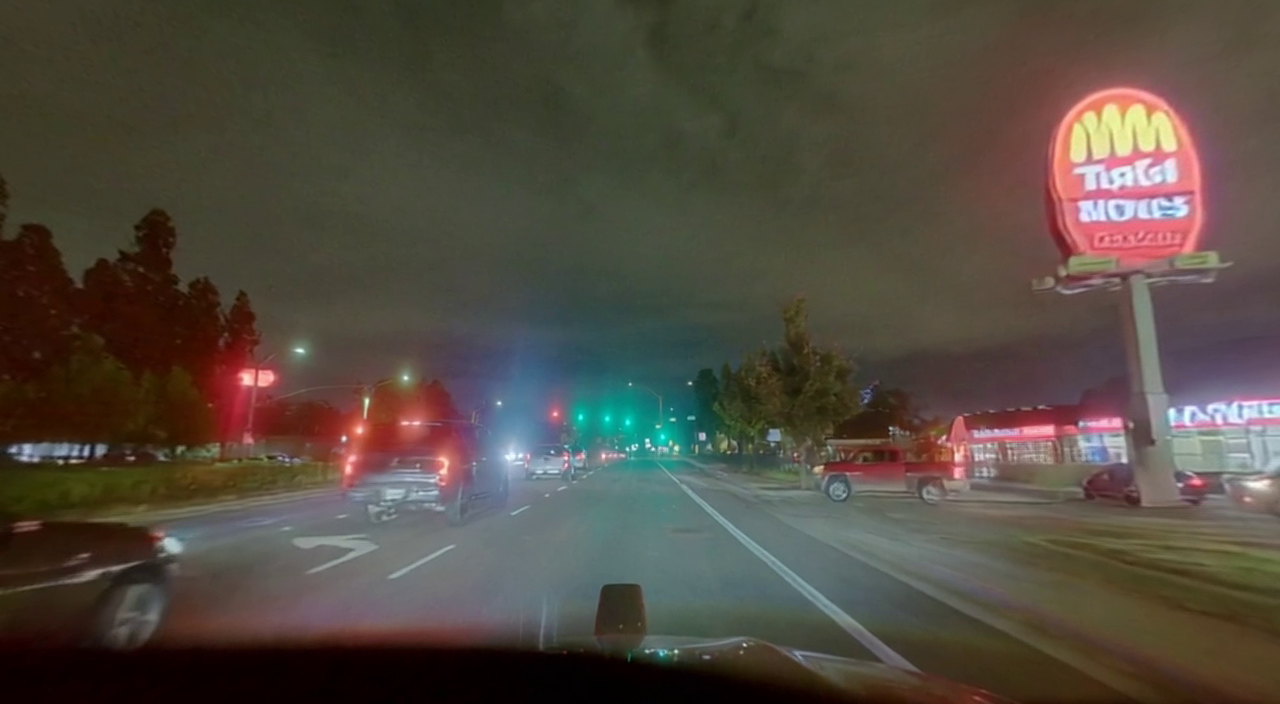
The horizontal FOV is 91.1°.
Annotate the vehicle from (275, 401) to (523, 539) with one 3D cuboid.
[{"bbox_3d":[-4.340,2.293,12.937,2.664,2.122,6.124,0,-8,0],"label":"vehicle"}]

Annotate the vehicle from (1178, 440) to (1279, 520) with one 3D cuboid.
[{"bbox_3d":[16.940,3.266,15.554,5.120,1.817,2.154,3,-8,4],"label":"vehicle"}]

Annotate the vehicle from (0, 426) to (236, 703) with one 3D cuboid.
[{"bbox_3d":[-4.188,1.025,2.641,2.113,1.446,4.309,0,-8,0],"label":"vehicle"}]

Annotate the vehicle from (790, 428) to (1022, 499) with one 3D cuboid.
[{"bbox_3d":[6.429,2.812,15.755,4.813,1.622,2.110,-1,-11,4],"label":"vehicle"}]

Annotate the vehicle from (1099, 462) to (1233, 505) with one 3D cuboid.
[{"bbox_3d":[20.309,5.070,24.473,1.646,1.418,3.910,1,-8,-3],"label":"vehicle"}]

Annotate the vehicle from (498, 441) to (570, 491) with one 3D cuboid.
[{"bbox_3d":[-4.291,4.669,26.127,2.129,1.855,4.414,0,-8,1],"label":"vehicle"}]
